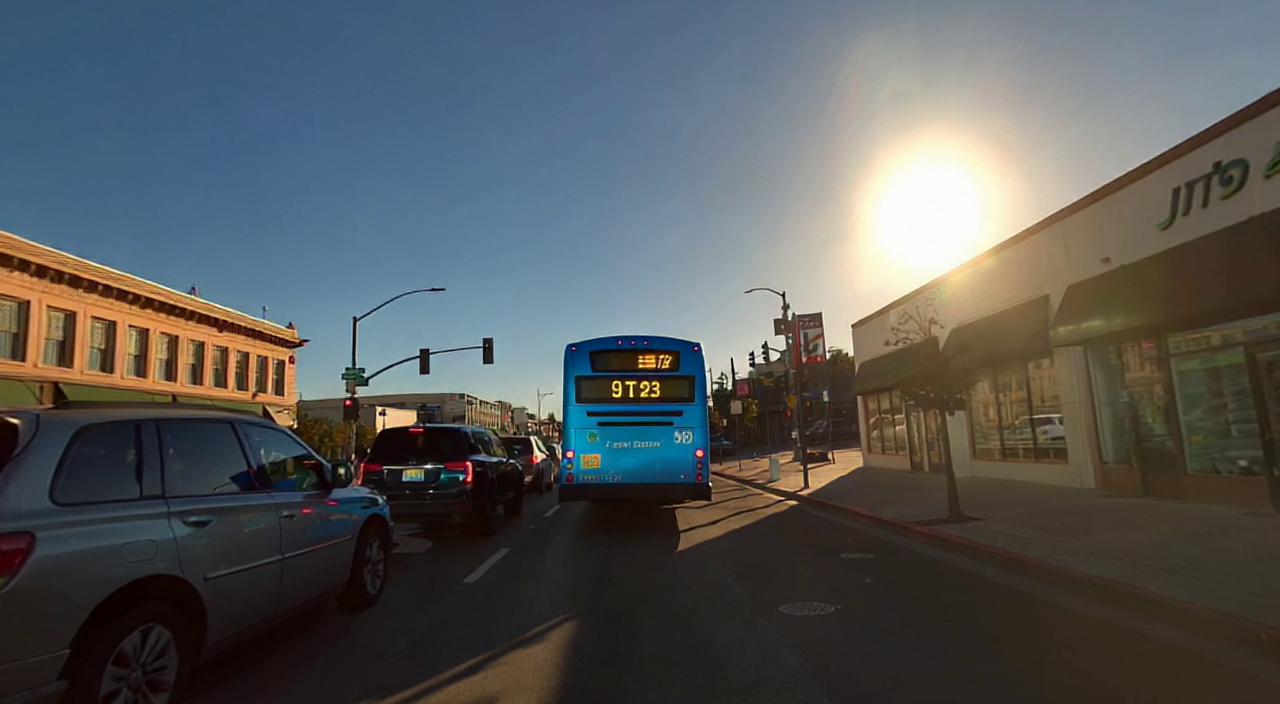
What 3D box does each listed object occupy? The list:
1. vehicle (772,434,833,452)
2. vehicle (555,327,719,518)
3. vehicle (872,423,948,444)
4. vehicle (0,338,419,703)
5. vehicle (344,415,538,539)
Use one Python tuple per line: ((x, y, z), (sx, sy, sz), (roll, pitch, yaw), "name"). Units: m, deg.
((11.974, 6.730, 46.655), (3.949, 1.337, 1.738), (0, -9, -3), "vehicle")
((-0.288, 1.992, 16.528), (2.938, 3.468, 9.972), (0, -8, -3), "vehicle")
((20.163, 6.099, 47.223), (4.827, 1.555, 1.863), (1, -9, -6), "vehicle")
((-3.212, 1.094, 3.987), (2.020, 1.725, 4.384), (0, -8, 0), "vehicle")
((-3.335, 2.201, 11.778), (2.096, 1.828, 4.669), (0, -8, 0), "vehicle")
